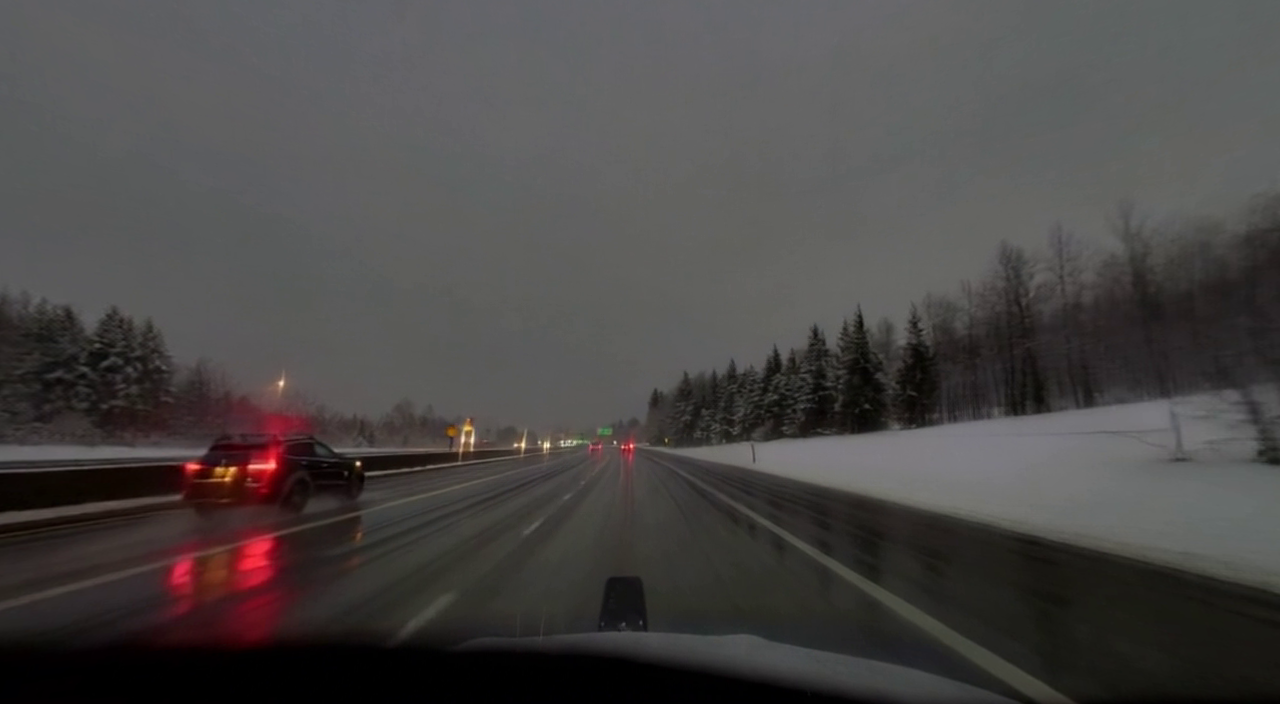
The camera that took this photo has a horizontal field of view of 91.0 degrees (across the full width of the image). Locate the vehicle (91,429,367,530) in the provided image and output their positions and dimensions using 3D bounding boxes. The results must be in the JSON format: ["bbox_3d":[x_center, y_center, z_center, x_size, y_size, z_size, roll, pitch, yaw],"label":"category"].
[{"bbox_3d":[-6.929,2.174,11.367,2.053,1.452,4.347,0,-8,0],"label":"vehicle"}]
